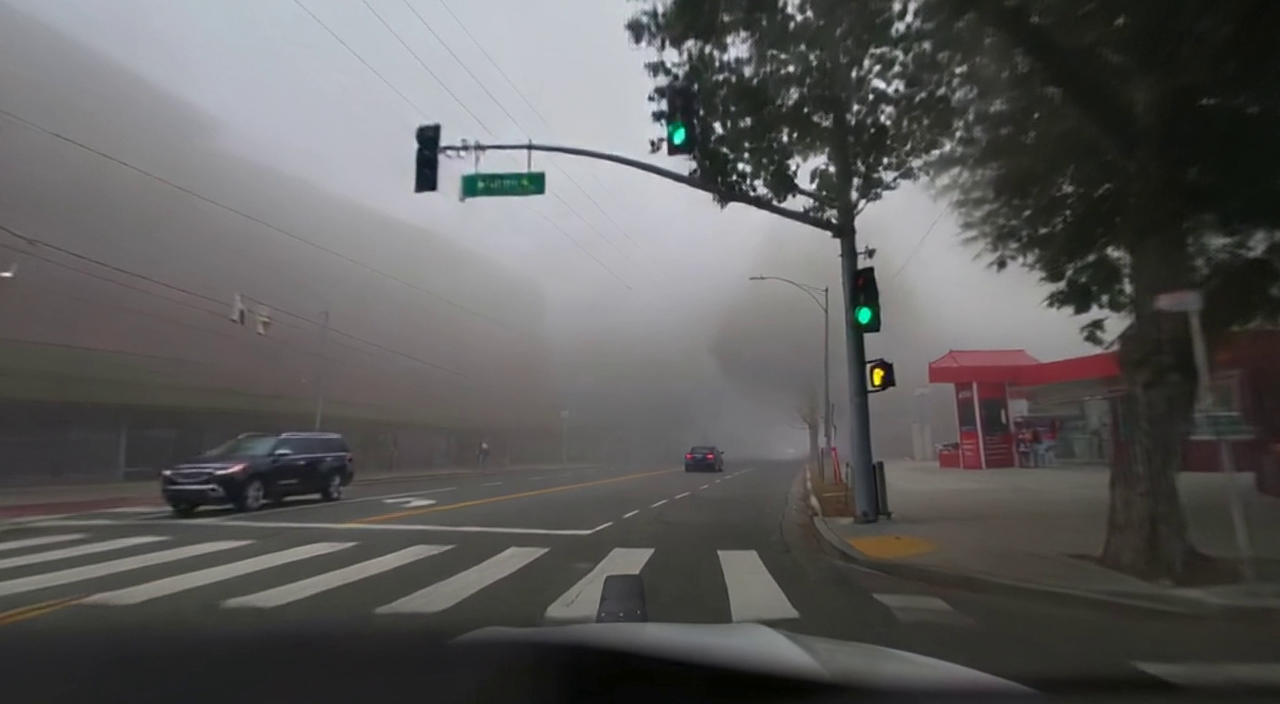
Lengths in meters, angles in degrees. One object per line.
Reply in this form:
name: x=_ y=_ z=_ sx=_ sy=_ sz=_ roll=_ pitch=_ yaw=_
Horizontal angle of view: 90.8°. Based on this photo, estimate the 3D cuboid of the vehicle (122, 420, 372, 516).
vehicle: x=-8.072 y=2.420 z=13.653 sx=2.017 sy=1.684 sz=4.483 roll=-2 pitch=-9 yaw=10

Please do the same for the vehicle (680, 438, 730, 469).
vehicle: x=3.888 y=5.921 z=37.071 sx=2.101 sy=1.721 sz=4.364 roll=-3 pitch=-9 yaw=17
